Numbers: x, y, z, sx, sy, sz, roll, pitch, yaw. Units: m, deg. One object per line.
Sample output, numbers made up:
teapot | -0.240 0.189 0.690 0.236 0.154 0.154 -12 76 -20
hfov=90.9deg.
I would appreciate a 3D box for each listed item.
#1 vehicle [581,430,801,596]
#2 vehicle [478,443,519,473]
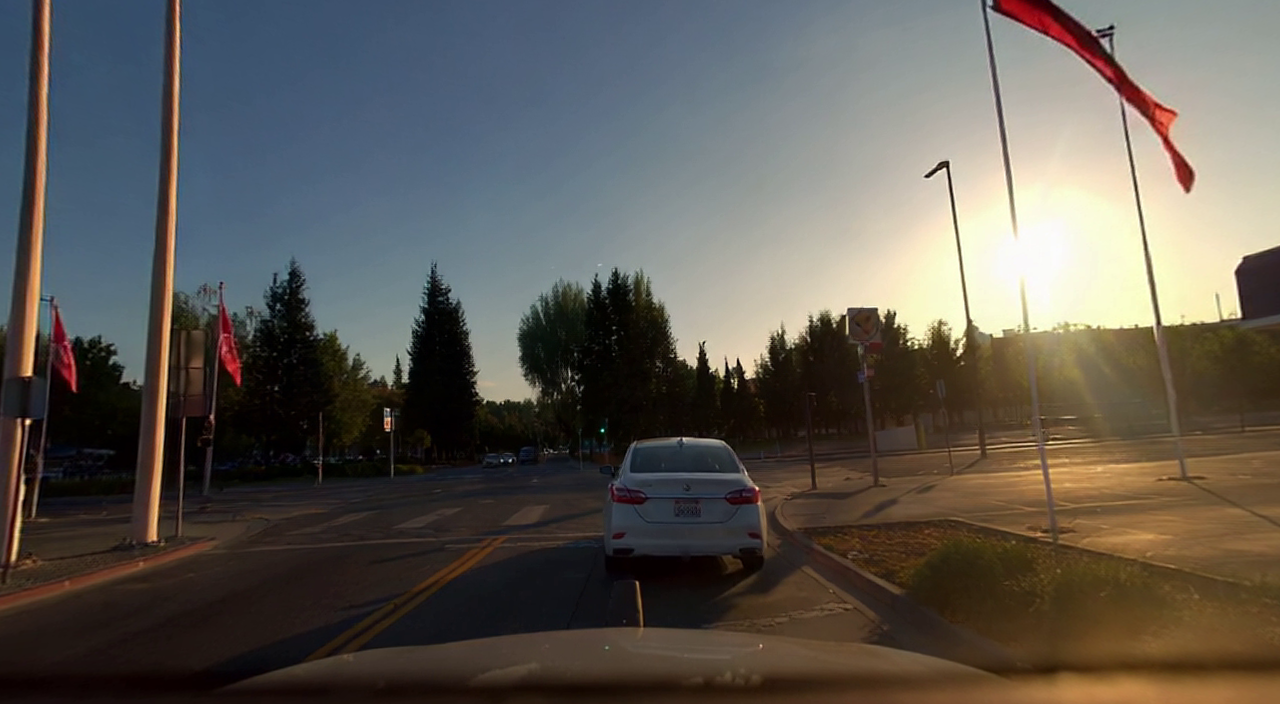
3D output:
vehicle | 0.380 1.734 7.571 1.985 1.463 3.647 0 -9 -3
vehicle | -9.991 7.485 44.724 2.212 1.948 4.537 0 -9 -5
